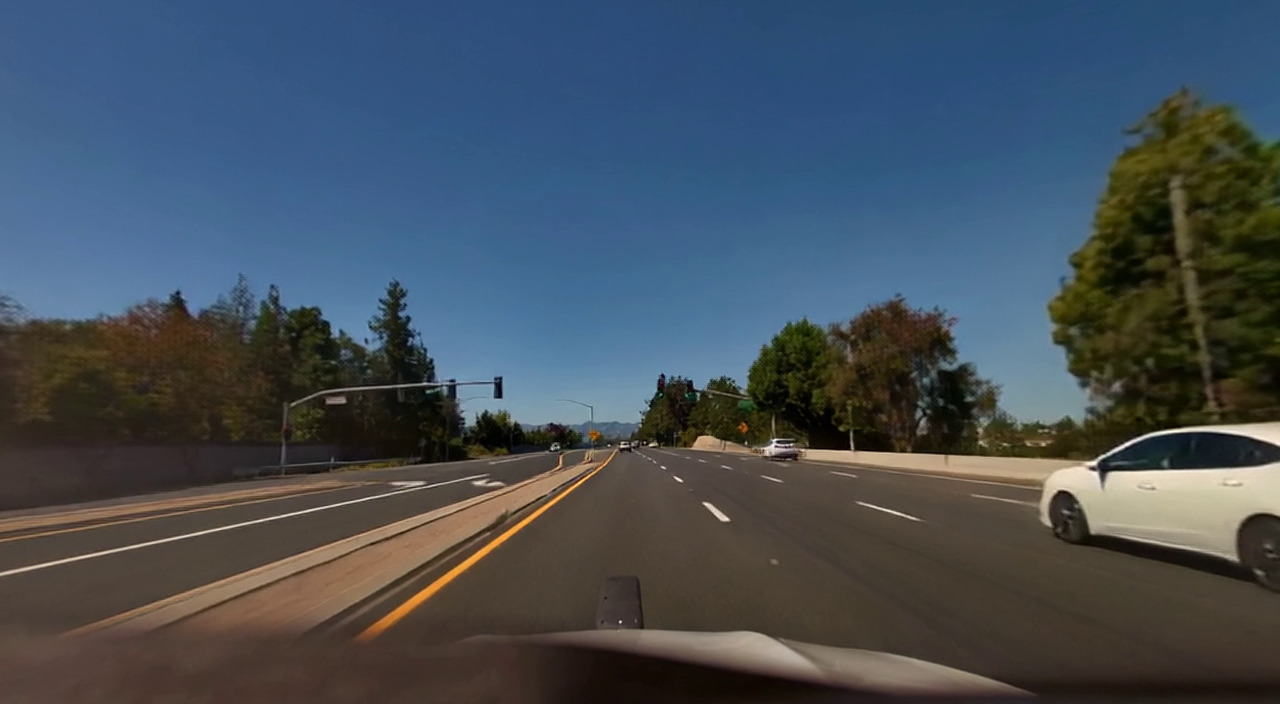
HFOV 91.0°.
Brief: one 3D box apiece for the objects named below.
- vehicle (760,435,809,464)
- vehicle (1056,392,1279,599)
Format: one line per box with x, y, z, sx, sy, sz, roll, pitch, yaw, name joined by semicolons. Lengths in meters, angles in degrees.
9.762;6.641;42.940;2.170;1.830;4.720;0;-8;-1;vehicle
6.281;1.222;5.469;2.066;1.683;4.675;0;-8;-1;vehicle
